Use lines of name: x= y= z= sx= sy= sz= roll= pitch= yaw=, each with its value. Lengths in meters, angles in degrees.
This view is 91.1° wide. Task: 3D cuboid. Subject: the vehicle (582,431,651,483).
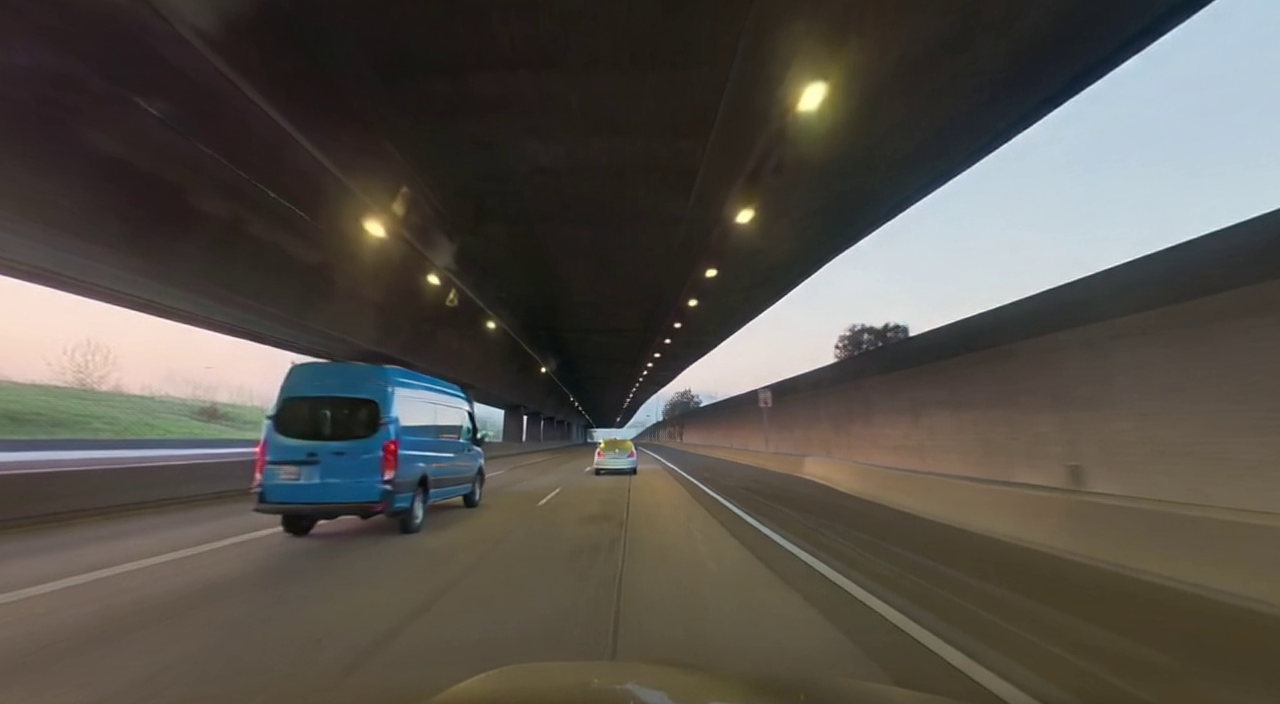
vehicle: x=-0.738 y=3.489 z=21.297 sx=2.095 sy=1.553 sz=4.069 roll=0 pitch=-8 yaw=-1

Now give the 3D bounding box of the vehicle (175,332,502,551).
vehicle: x=-3.977 y=1.354 z=9.773 sx=2.404 sy=2.459 sz=5.229 roll=0 pitch=-8 yaw=1
